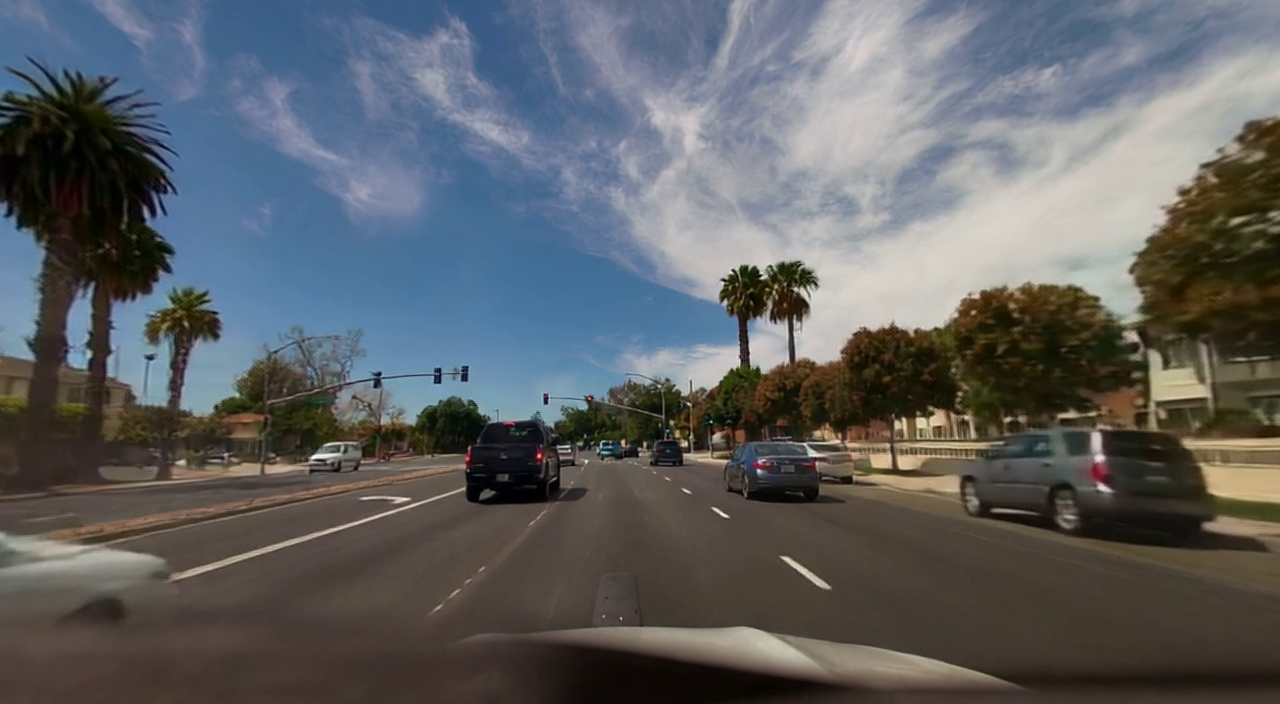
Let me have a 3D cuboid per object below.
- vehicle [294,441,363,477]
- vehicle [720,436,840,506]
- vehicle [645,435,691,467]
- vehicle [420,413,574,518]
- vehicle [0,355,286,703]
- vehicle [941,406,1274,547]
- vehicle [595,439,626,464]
[{"bbox_3d":[-18.796,6.445,38.423,2.292,1.990,5.714,2,-9,-12],"label":"vehicle"},{"bbox_3d":[3.281,2.869,15.703,1.870,1.491,4.009,0,-8,-3],"label":"vehicle"},{"bbox_3d":[1.795,6.691,42.861,2.391,1.960,5.600,1,-8,-5],"label":"vehicle"},{"bbox_3d":[-3.016,2.595,15.106,2.354,1.948,6.355,0,-8,-1],"label":"vehicle"},{"bbox_3d":[-3.056,0.744,1.627,1.922,1.577,4.140,0,-8,-1],"label":"vehicle"},{"bbox_3d":[7.111,1.921,10.389,2.011,1.805,4.260,0,-8,-3],"label":"vehicle"},{"bbox_3d":[-2.303,7.647,48.683,2.164,1.867,4.254,1,-8,-6],"label":"vehicle"}]
